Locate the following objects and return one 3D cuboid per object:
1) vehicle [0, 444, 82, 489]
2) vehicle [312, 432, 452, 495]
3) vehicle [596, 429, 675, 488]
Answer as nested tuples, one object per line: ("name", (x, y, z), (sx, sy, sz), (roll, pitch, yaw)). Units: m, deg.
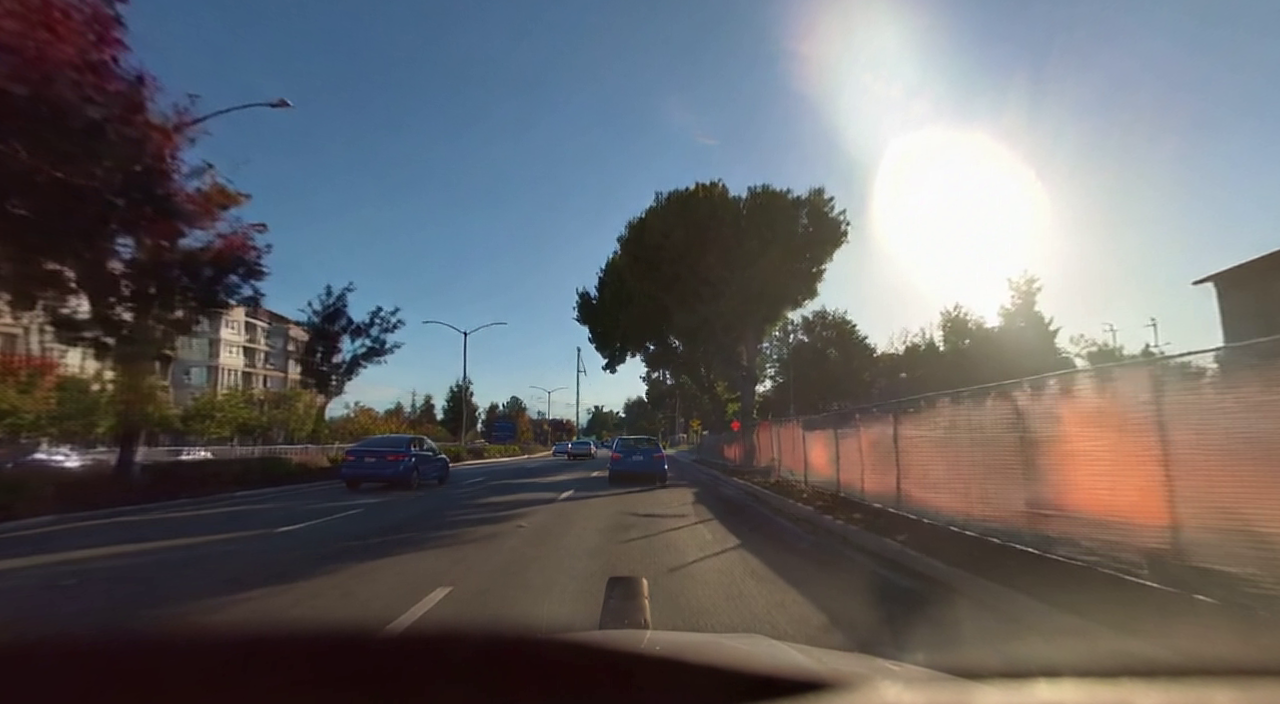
("vehicle", (-26.237, 4.695, 26.100), (1.931, 1.759, 4.703), (0, -8, 0))
("vehicle", (-6.766, 2.957, 17.153), (1.877, 1.479, 4.430), (0, -8, 1))
("vehicle", (-0.162, 3.314, 19.956), (2.227, 1.654, 4.091), (0, -8, -1))
